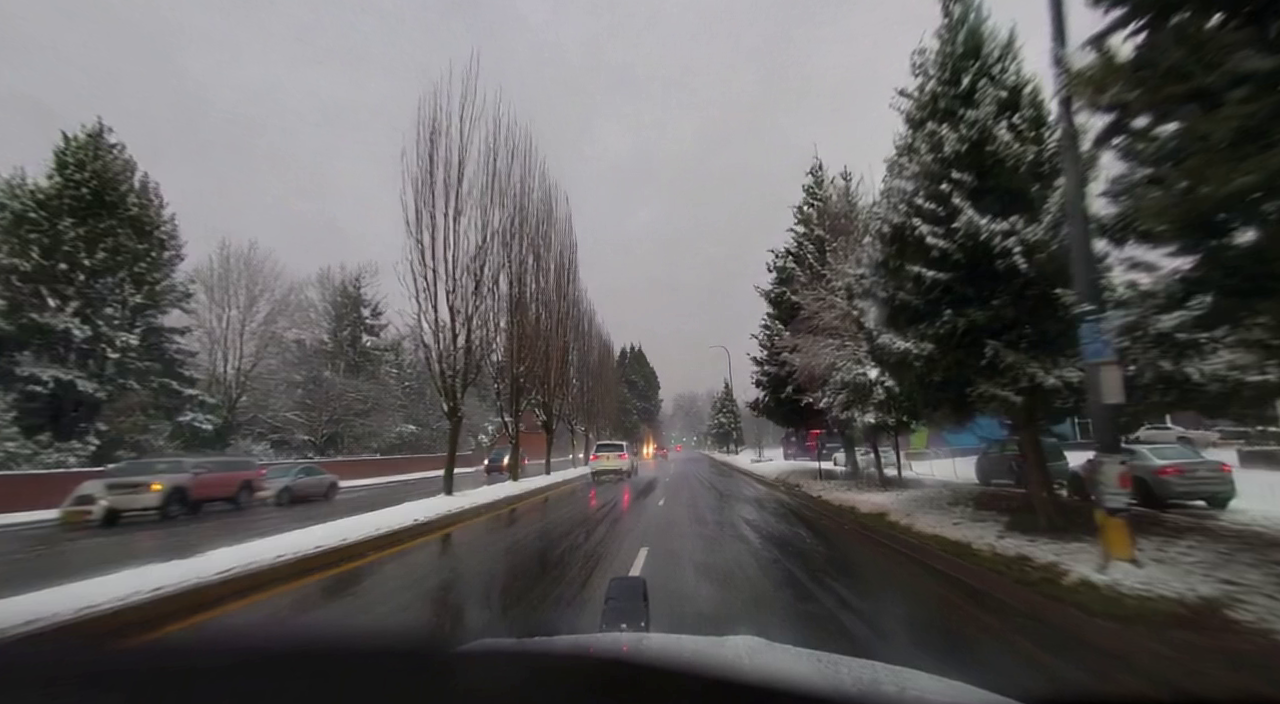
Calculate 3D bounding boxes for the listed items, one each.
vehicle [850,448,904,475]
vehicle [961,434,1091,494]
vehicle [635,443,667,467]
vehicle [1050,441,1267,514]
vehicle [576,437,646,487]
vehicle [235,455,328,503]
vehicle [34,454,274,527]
[{"bbox_3d":[14.123,6.534,37.832,1.852,1.457,4.351,0,-9,4],"label":"vehicle"},{"bbox_3d":[12.475,3.614,20.756,1.887,1.722,4.285,-1,-8,6],"label":"vehicle"},{"bbox_3d":[0.900,7.866,48.348,2.166,1.769,4.162,-1,-8,5],"label":"vehicle"},{"bbox_3d":[12.034,2.884,15.088,1.843,1.456,4.220,-1,-8,5],"label":"vehicle"},{"bbox_3d":[-0.978,4.121,23.943,2.129,1.713,4.314,0,-8,4],"label":"vehicle"},{"bbox_3d":[-14.487,5.107,25.612,1.712,1.753,2.869,-1,-9,11],"label":"vehicle"},{"bbox_3d":[-15.336,4.338,20.605,2.324,1.866,6.095,-1,-8,10],"label":"vehicle"}]
